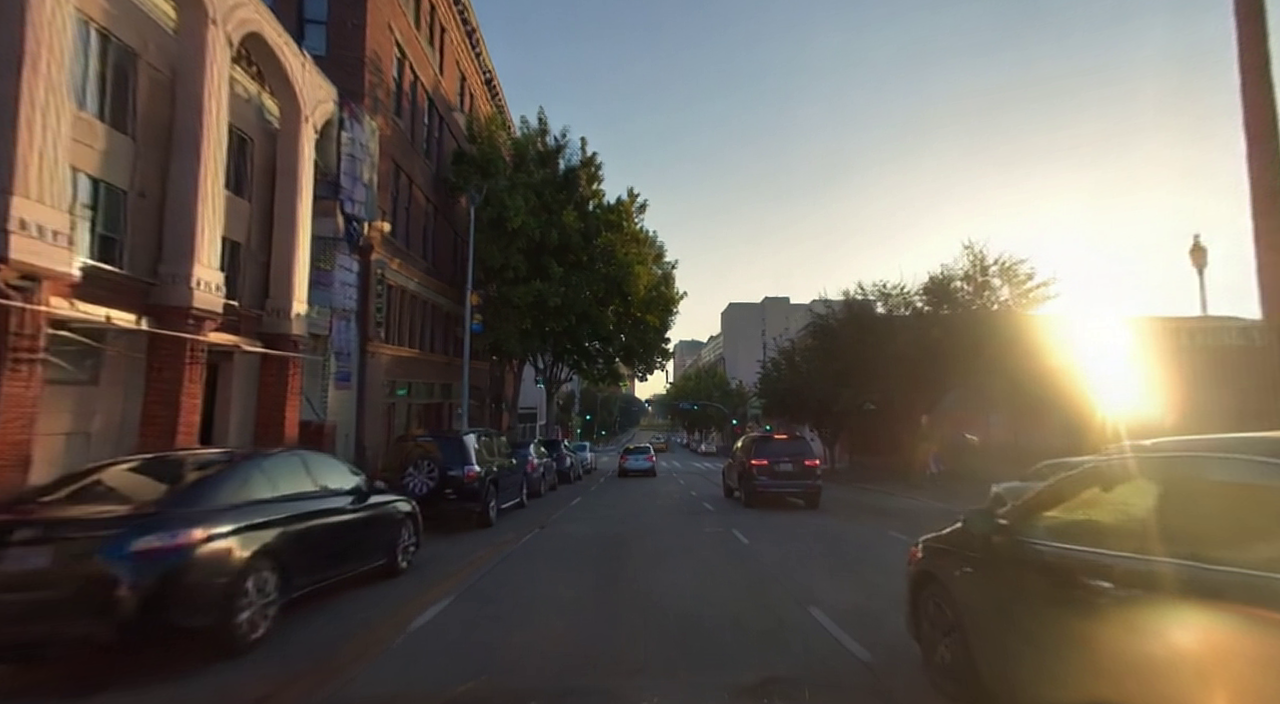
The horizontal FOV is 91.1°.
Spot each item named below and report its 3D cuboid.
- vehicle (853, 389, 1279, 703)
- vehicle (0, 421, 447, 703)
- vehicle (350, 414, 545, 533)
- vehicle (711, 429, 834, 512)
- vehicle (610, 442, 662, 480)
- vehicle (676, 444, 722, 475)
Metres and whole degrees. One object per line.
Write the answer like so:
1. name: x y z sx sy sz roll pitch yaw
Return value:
1. vehicle: 2.467 0.907 1.849 2.080 1.495 4.591 0 -9 0
2. vehicle: -3.446 1.418 5.285 1.972 1.471 4.795 0 -9 2
3. vehicle: -3.412 2.298 12.522 2.142 1.832 5.373 0 -9 1
4. vehicle: 3.008 2.808 15.350 2.002 1.707 4.547 0 -9 0
5. vehicle: -0.142 4.537 26.379 2.007 1.460 3.923 0 -9 0
6. vehicle: 3.022 5.619 33.080 1.966 1.475 4.528 0 -9 0
